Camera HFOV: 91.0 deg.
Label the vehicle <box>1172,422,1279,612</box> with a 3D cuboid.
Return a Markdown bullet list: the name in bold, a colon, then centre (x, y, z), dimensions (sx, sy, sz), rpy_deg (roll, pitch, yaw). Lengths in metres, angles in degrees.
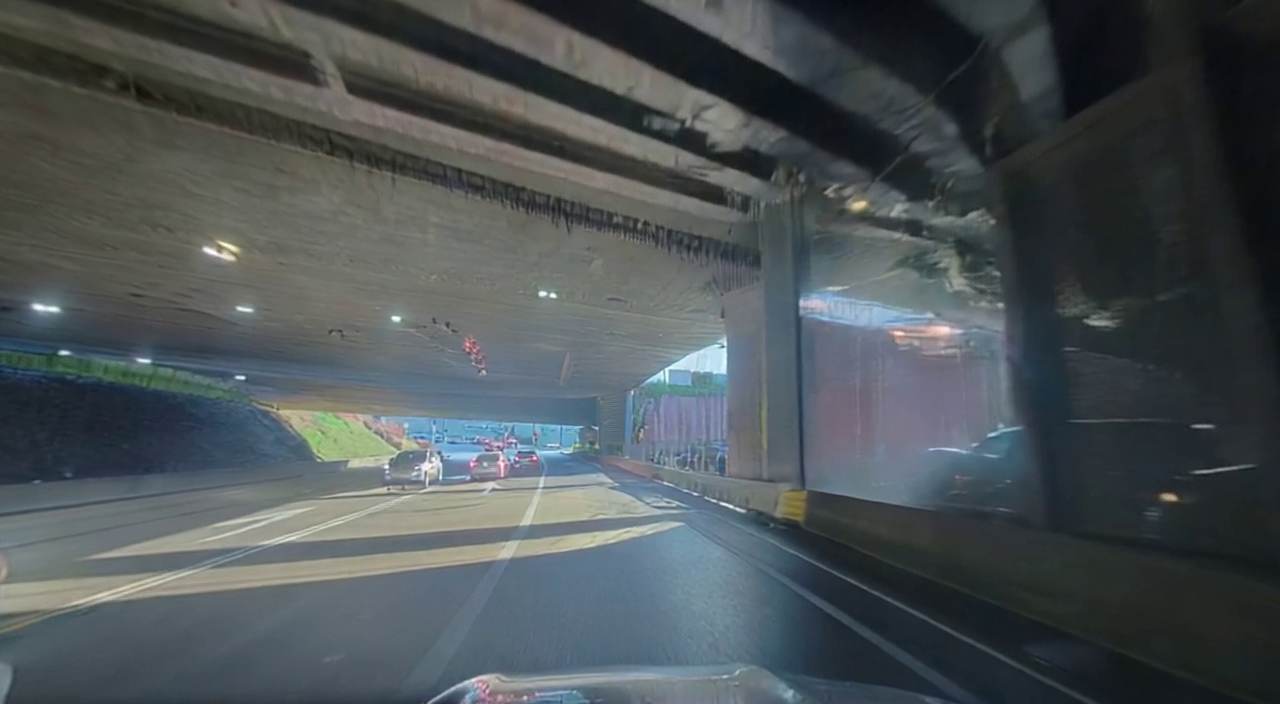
- **vehicle**: centre (6.351, 1.123, 3.717), dimensions (2.012, 1.521, 4.663), rpy_deg (0, -8, -6)
